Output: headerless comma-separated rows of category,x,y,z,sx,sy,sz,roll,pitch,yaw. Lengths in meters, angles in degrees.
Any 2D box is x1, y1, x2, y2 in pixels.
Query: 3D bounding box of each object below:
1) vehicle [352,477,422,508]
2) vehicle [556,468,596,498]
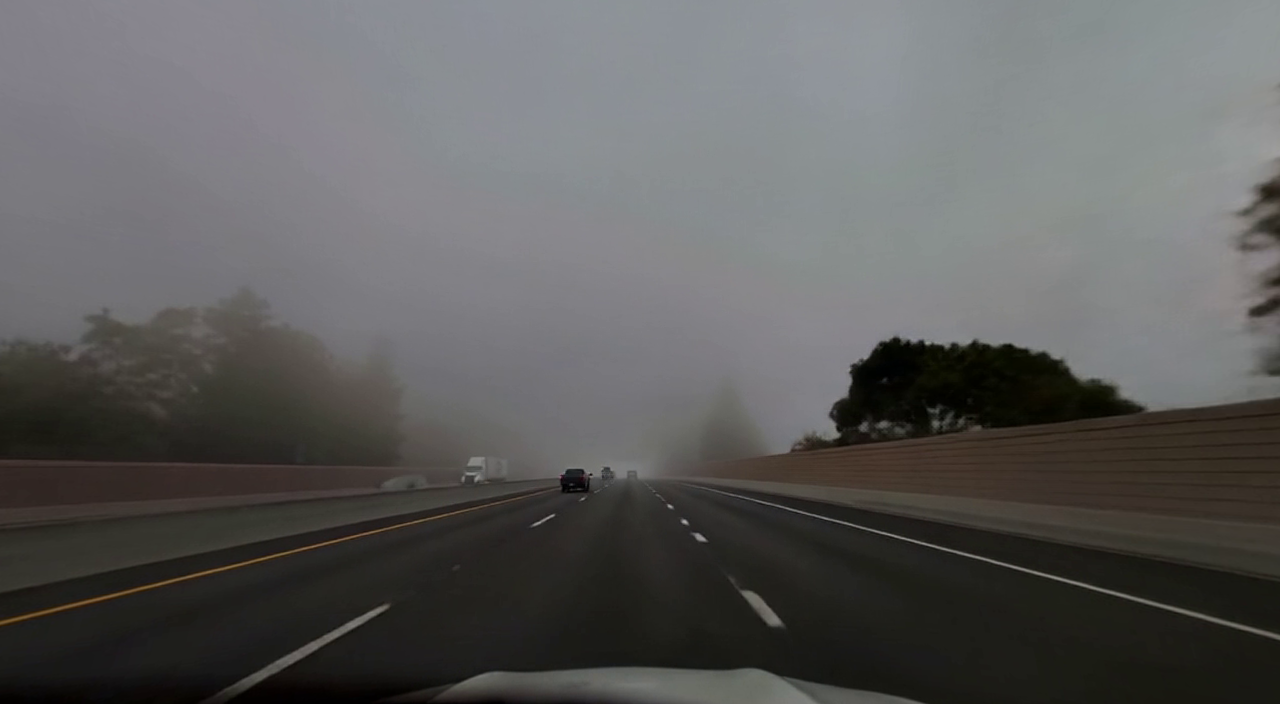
vehicle,-13.625,7.589,34.246,2.084,1.426,4.215,1,-10,-1
vehicle,-3.517,7.277,35.195,1.863,1.486,3.852,1,-10,-1
